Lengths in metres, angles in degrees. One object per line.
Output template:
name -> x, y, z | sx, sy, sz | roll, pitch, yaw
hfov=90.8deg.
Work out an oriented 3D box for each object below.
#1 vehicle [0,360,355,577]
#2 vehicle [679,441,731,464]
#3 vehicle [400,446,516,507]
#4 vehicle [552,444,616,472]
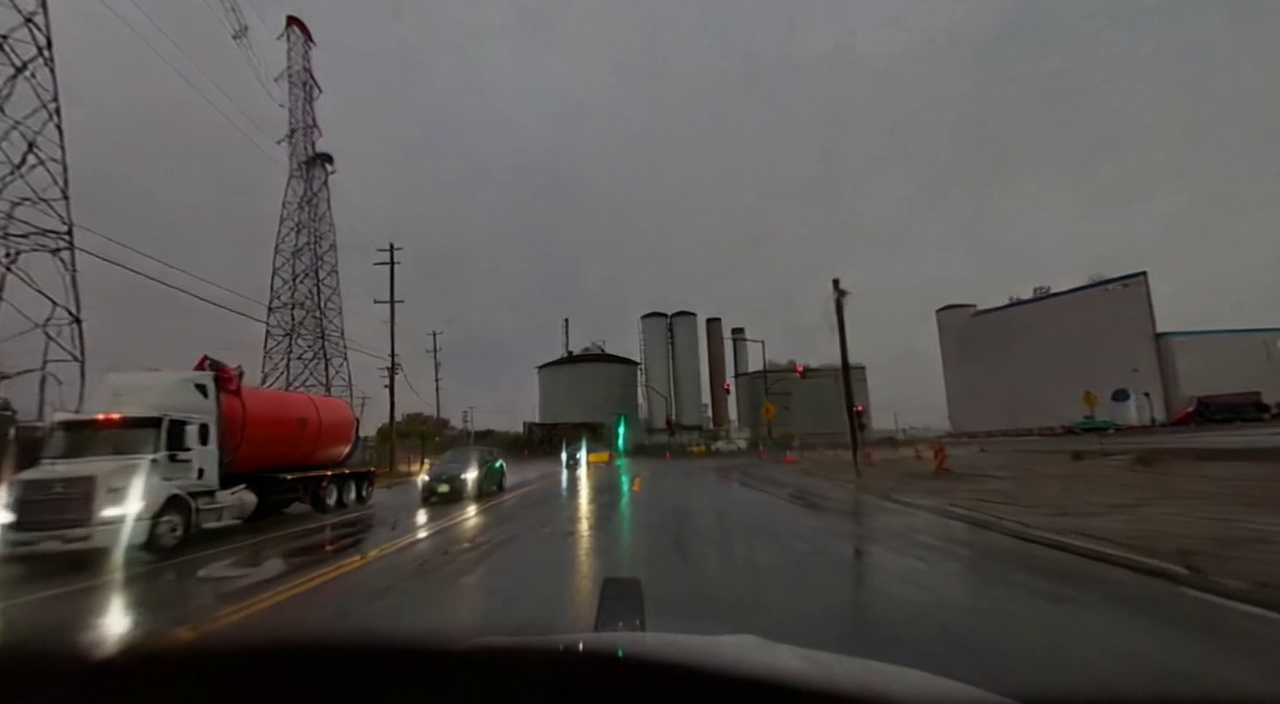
vehicle -> -8.987, 2.274, 13.175 | 2.905, 3.133, 7.675 | -1, -9, -4
vehicle -> 4.443, 6.756, 42.690 | 2.053, 1.477, 4.218 | -6, -10, 27
vehicle -> -5.045, 3.490, 18.248 | 2.117, 1.484, 4.544 | -1, -9, -2
vehicle -> -3.436, 6.607, 39.664 | 1.944, 1.645, 4.701 | -5, -10, 24
